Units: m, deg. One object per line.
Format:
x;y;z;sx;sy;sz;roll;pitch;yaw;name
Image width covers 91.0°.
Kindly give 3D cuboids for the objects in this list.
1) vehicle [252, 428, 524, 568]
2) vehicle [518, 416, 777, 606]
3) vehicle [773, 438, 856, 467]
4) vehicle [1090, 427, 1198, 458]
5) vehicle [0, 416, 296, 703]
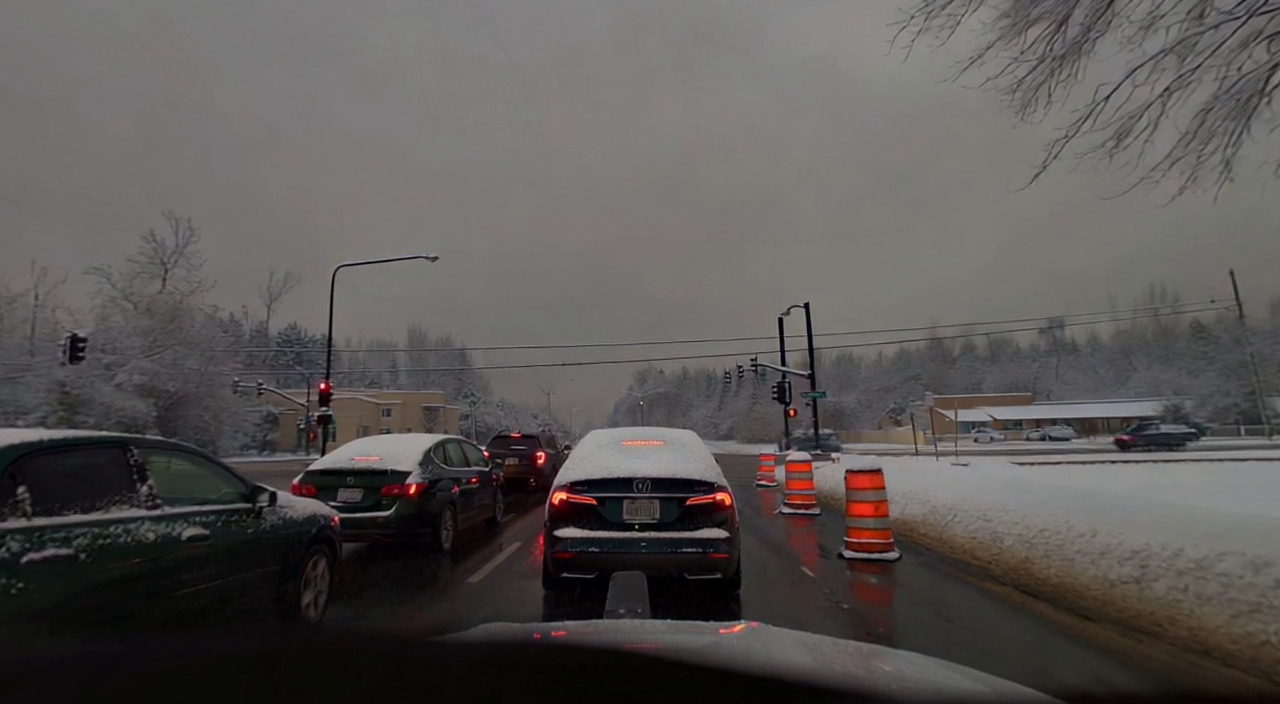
-3.273;1.993;9.450;1.989;1.541;4.626;0;-9;2;vehicle
0.106;1.619;7.210;2.167;1.560;3.676;0;-9;1;vehicle
11.230;6.505;40.761;4.827;1.729;1.986;0;-9;2;vehicle
32.568;5.884;40.812;5.082;1.907;2.115;0;-9;1;vehicle
-3.587;0.947;2.151;2.064;1.497;4.722;0;-9;1;vehicle
